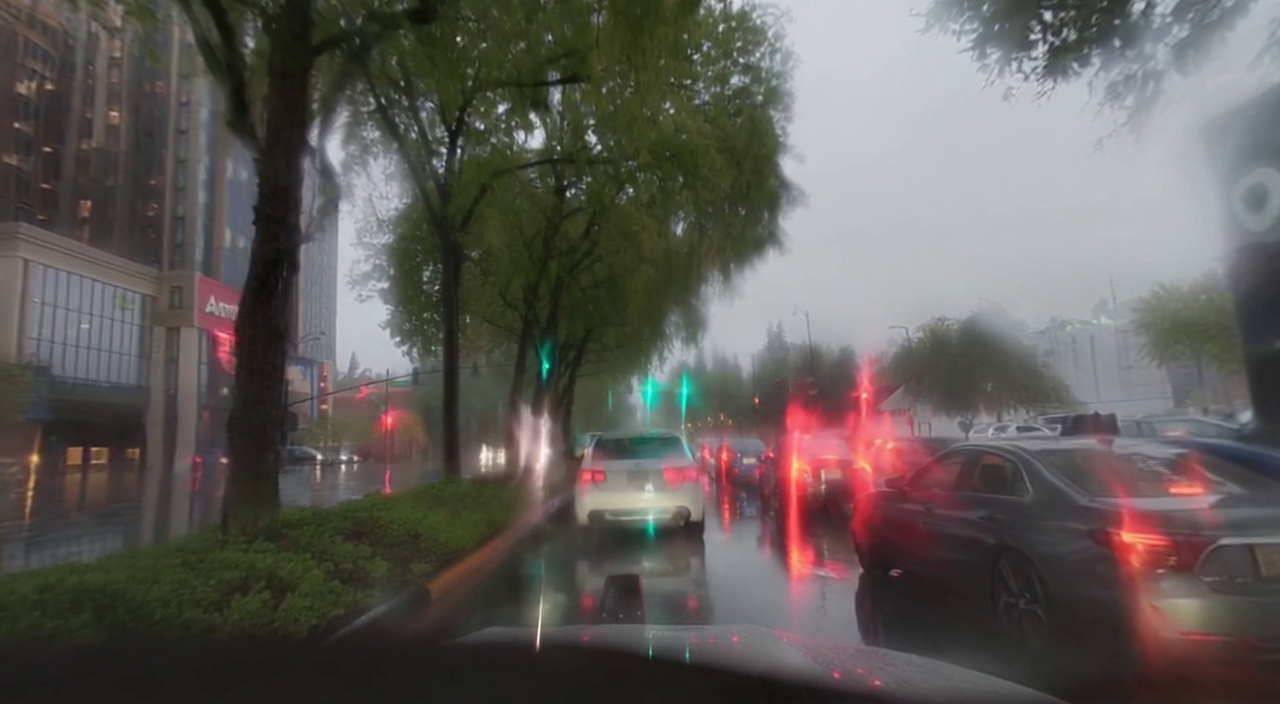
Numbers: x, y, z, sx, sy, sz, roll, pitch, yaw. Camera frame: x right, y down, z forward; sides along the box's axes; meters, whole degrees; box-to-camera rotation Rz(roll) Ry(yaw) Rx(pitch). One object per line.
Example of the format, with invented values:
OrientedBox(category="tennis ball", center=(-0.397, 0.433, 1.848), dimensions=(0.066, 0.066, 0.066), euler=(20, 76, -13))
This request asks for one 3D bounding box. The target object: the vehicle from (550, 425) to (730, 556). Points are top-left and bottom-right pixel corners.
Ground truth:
OrientedBox(category="vehicle", center=(-0.030, 1.936, 9.498), dimensions=(2.118, 1.512, 4.013), euler=(0, -9, -1))

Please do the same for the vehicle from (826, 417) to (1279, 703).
OrientedBox(category="vehicle", center=(3.241, 1.383, 5.324), dimensions=(1.912, 1.454, 4.537), euler=(0, -9, -1))

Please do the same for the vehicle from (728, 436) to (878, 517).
OrientedBox(category="vehicle", center=(3.338, 2.644, 13.967), dimensions=(1.996, 1.469, 4.495), euler=(0, -9, -2))
